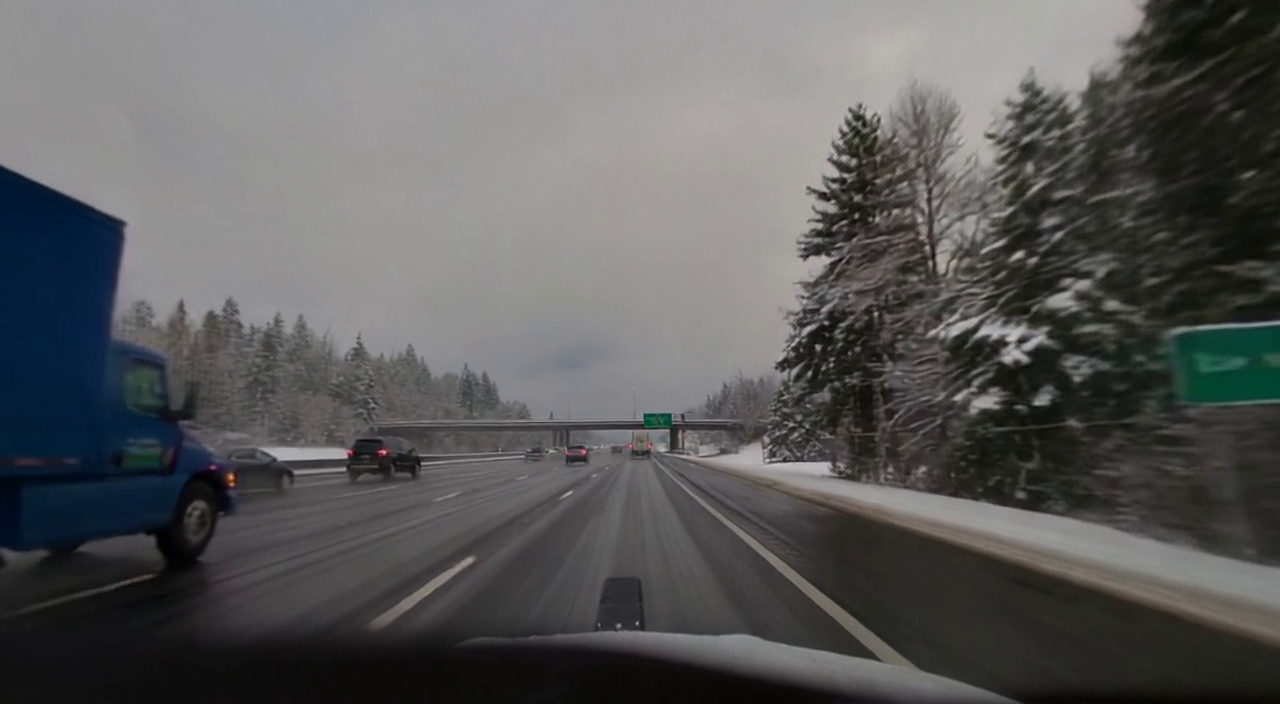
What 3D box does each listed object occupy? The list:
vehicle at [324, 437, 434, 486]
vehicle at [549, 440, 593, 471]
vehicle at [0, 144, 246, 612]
[{"bbox_3d":[-10.327,4.368,25.497,2.146,1.764,5.510,0,-9,-1],"label":"vehicle"},{"bbox_3d":[-4.027,6.147,37.481,2.094,1.695,4.260,0,-9,1],"label":"vehicle"},{"bbox_3d":[-7.005,-0.101,3.190,3.303,3.868,10.298,0,-9,0],"label":"vehicle"}]
